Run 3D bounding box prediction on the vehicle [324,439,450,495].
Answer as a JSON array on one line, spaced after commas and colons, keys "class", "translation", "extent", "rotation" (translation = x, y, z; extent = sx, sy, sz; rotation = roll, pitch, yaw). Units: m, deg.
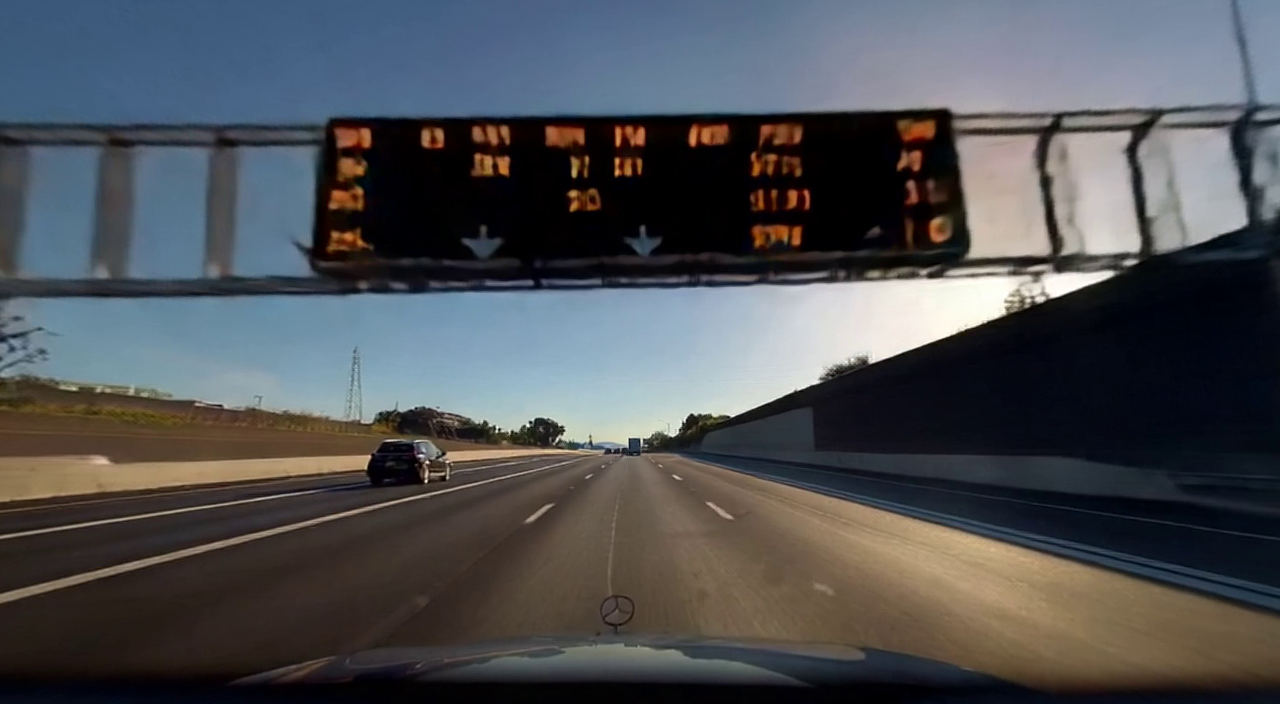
[{"class": "vehicle", "translation": [-7.851, 3.595, 20.236], "extent": [2.005, 1.545, 4.874], "rotation": [0, -8, 0]}]
